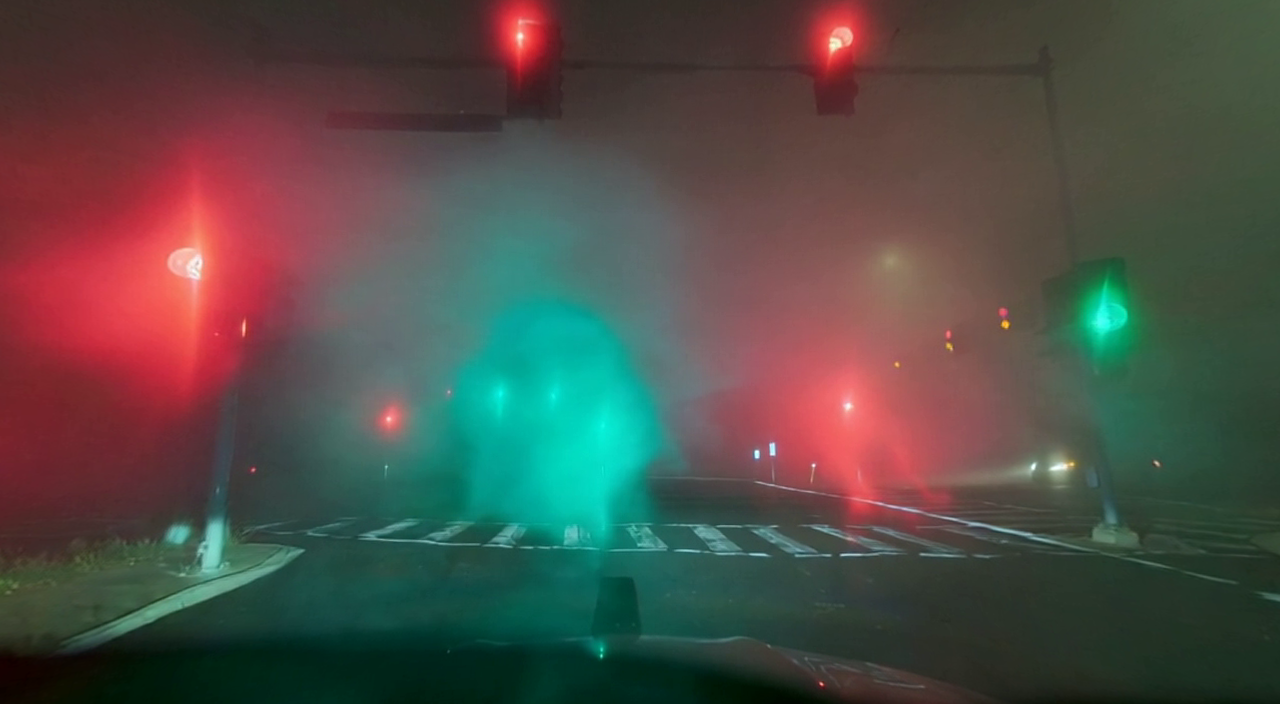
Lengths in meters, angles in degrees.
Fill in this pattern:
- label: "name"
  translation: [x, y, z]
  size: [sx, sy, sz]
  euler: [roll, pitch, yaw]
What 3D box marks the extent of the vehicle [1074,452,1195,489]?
- label: "vehicle"
  translation: [22.761, 5.444, 29.093]
  size: [3.998, 1.590, 1.936]
  euler: [1, -10, -6]
